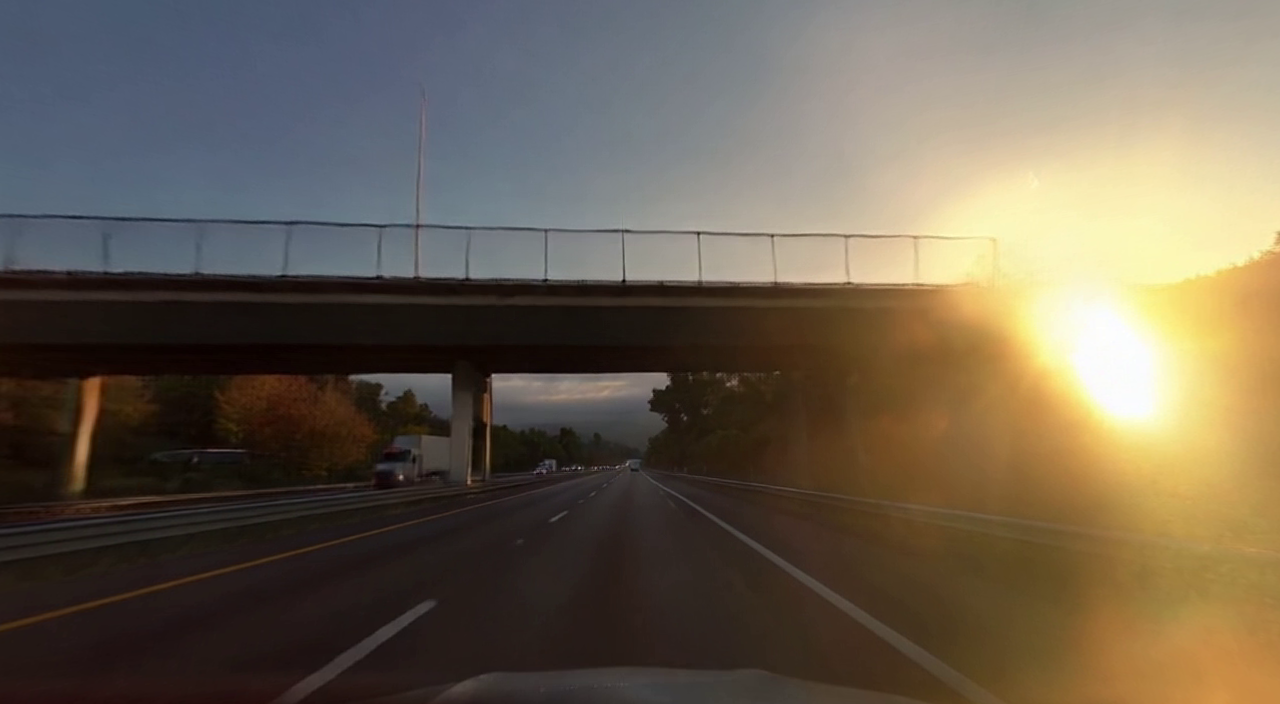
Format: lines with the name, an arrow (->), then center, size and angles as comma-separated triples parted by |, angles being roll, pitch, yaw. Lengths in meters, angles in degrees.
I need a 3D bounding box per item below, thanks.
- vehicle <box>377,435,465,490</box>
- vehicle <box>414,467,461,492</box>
vehicle -> -16.585, 8.598, 48.865 | 2.932, 3.708, 10.622 | 1, -10, 0
vehicle -> -12.140, 7.631, 37.919 | 1.694, 1.388, 3.382 | 1, -10, -1
